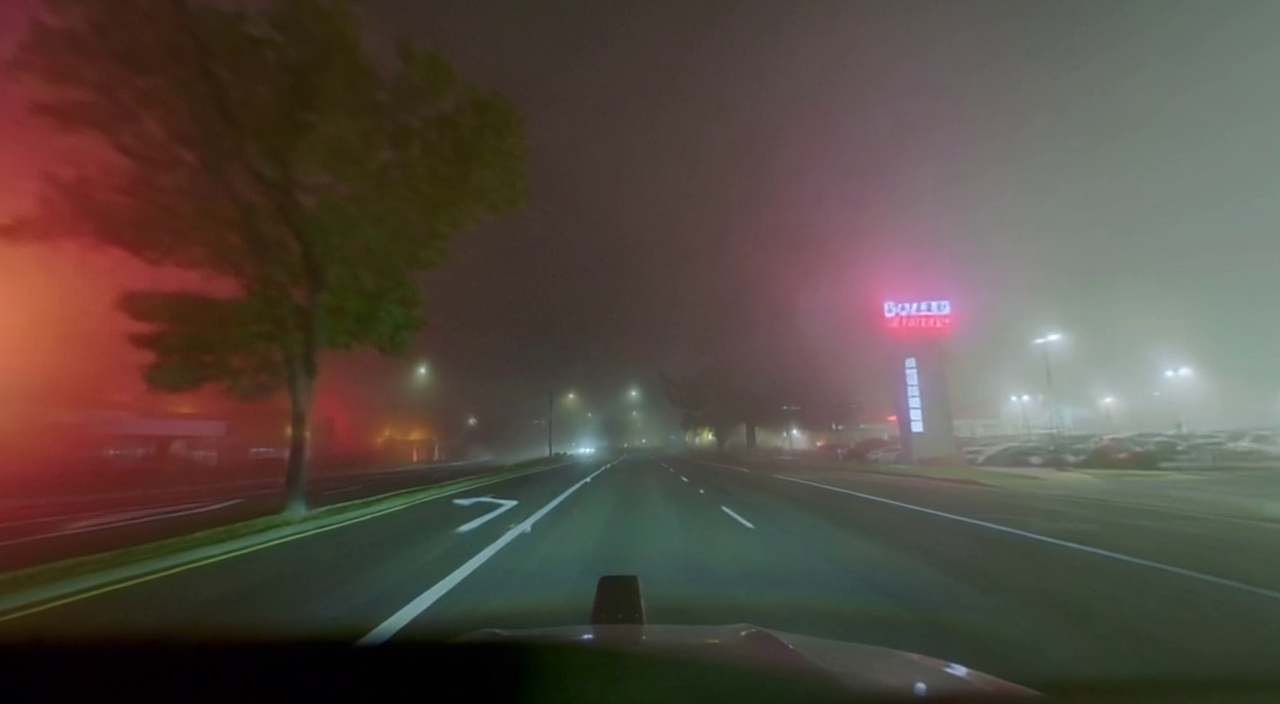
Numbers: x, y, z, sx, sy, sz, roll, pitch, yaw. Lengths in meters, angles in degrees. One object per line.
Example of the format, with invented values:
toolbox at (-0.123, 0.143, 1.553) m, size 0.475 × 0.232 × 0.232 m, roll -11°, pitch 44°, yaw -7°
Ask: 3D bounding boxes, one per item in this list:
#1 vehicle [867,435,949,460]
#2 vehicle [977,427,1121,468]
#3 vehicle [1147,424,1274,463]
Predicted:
vehicle at (17.088, 6.082, 40.364) m, size 4.324 × 1.536 × 1.947 m, roll 0°, pitch -8°, yaw -1°
vehicle at (17.979, 4.218, 27.943) m, size 4.935 × 1.753 × 1.958 m, roll 0°, pitch -8°, yaw 1°
vehicle at (28.041, 4.538, 31.318) m, size 1.931 × 1.784 × 4.813 m, roll 0°, pitch -8°, yaw 2°
